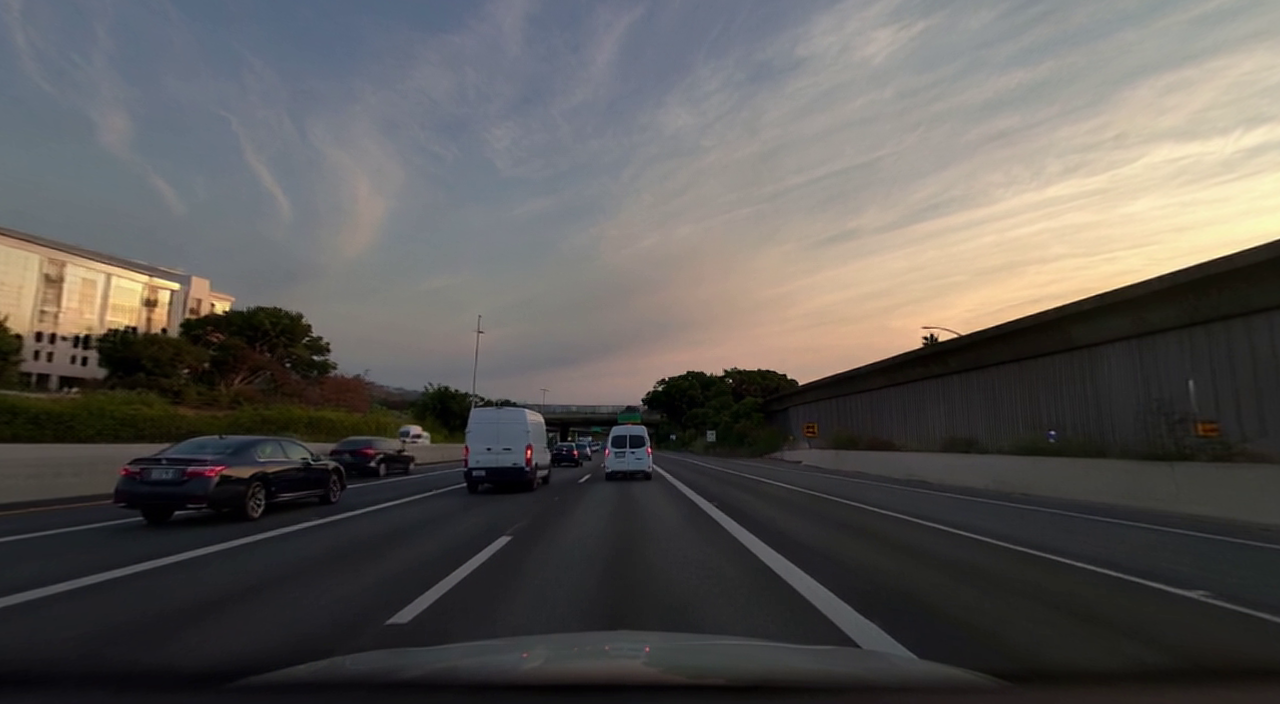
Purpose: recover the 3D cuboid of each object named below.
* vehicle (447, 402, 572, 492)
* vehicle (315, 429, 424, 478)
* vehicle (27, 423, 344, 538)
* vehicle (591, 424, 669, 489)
[{"bbox_3d":[-3.652,2.873,19.104,2.504,2.276,5.933,0,-9,0],"label":"vehicle"},{"bbox_3d":[-10.694,4.076,25.360,2.312,1.766,4.653,0,-9,0],"label":"vehicle"},{"bbox_3d":[-7.103,2.047,10.659,1.959,1.493,4.575,0,-9,0],"label":"vehicle"},{"bbox_3d":[-0.284,3.282,20.012,2.207,1.807,4.199,0,-9,0],"label":"vehicle"}]
